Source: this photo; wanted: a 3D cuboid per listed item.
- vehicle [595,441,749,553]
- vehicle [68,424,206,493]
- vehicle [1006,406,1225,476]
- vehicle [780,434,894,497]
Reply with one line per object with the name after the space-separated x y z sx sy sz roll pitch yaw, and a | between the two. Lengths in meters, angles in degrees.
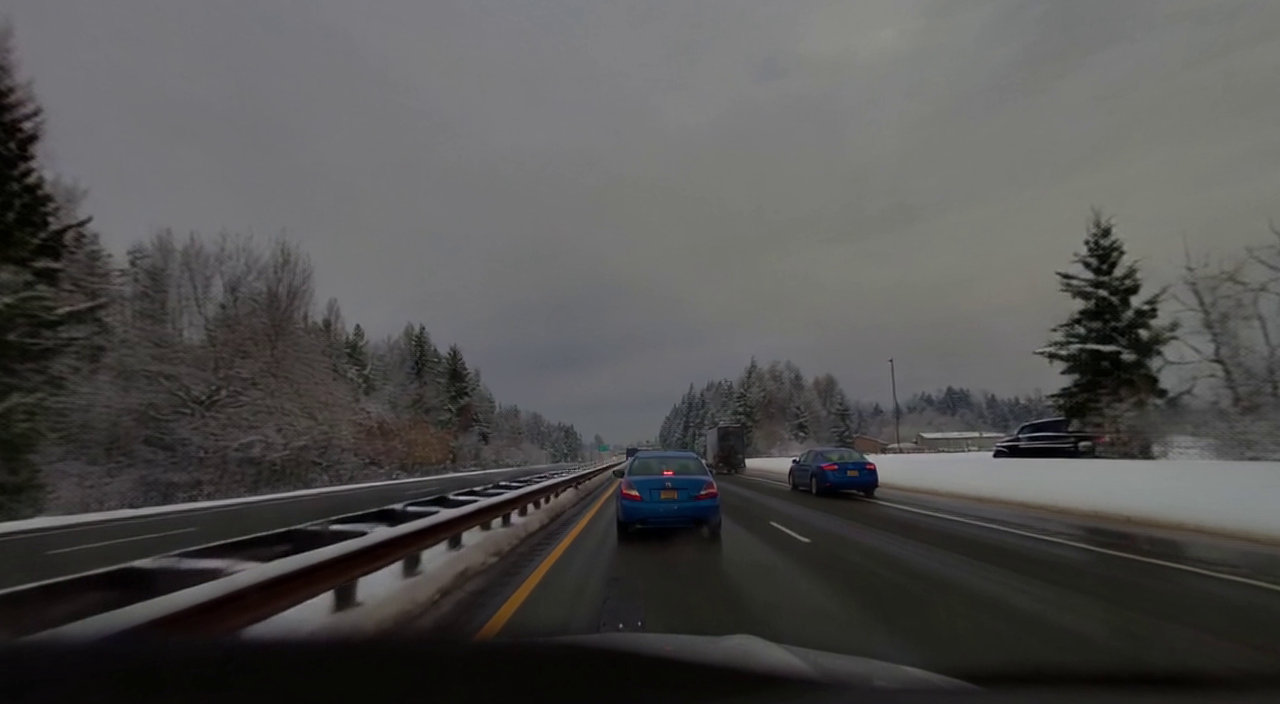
0.407 2.261 10.462 2.076 1.485 3.774 0 -9 -1 | vehicle
-33.549 7.101 42.580 2.902 3.981 7.819 -3 -8 0 | vehicle
31.511 6.212 43.403 2.822 3.996 14.073 1 -9 -7 | vehicle
6.293 3.695 20.810 2.177 1.827 4.565 0 -9 -1 | vehicle
